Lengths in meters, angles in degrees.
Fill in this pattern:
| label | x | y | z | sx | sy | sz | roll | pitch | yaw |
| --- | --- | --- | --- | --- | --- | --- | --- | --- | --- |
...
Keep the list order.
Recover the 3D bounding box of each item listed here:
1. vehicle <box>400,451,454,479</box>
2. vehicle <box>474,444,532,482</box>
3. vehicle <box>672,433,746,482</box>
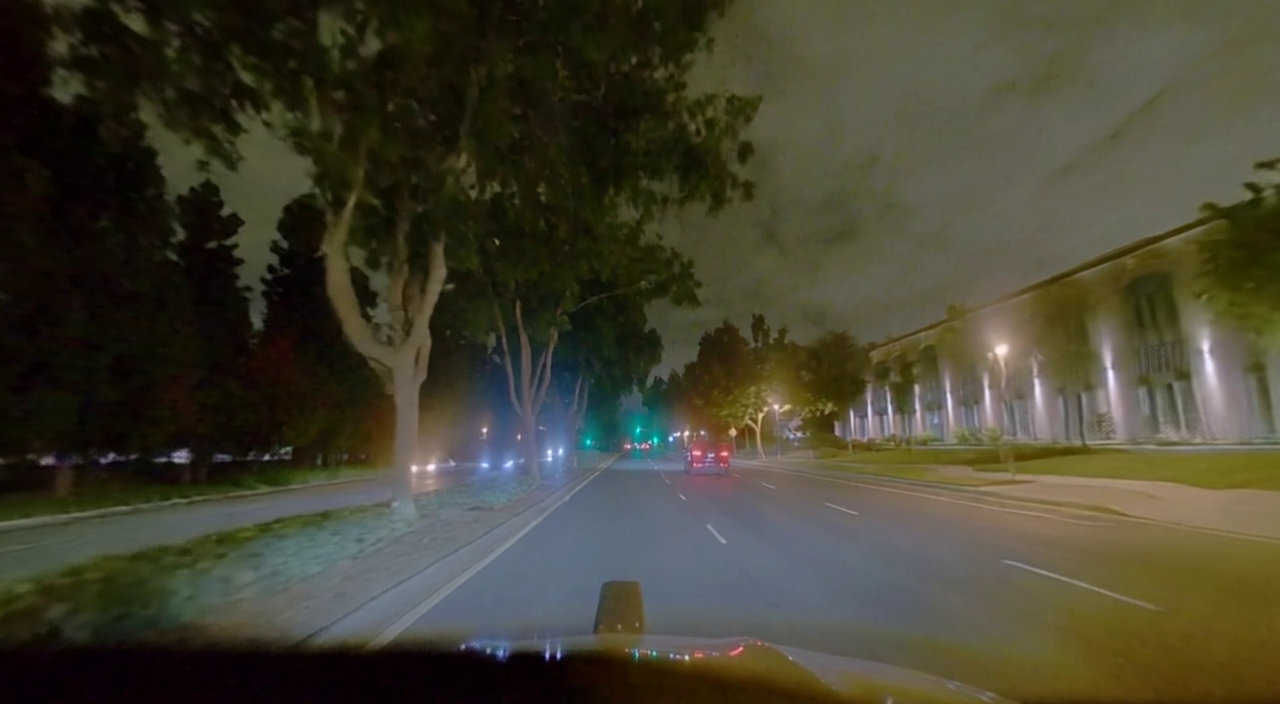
| label | x | y | z | sx | sy | sz | roll | pitch | yaw |
| --- | --- | --- | --- | --- | --- | --- | --- | --- | --- |
| vehicle | -12.723 | 6.736 | 38.001 | 1.859 | 1.569 | 4.166 | 0 | -9 | 0 |
| vehicle | -6.454 | 5.259 | 30.184 | 1.900 | 1.671 | 4.217 | 0 | -9 | -1 |
| vehicle | 2.607 | 4.173 | 25.174 | 2.240 | 1.740 | 4.605 | 0 | -9 | -2 |
